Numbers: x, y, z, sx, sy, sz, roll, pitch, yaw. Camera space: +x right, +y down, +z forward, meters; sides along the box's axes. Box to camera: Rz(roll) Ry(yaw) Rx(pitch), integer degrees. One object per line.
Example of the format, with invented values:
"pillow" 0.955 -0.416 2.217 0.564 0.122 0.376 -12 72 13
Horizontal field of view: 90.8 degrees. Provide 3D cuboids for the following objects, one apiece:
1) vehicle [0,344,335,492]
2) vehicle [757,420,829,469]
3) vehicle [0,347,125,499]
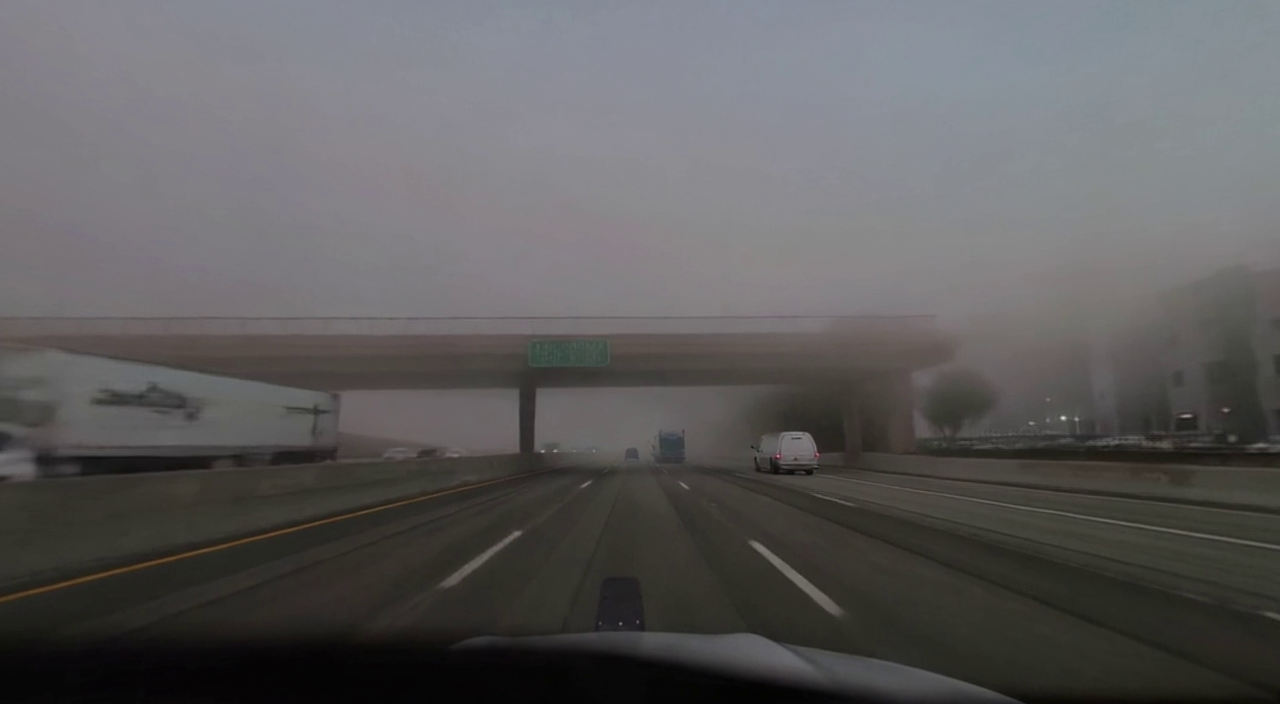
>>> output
"vehicle" -17.343 2.930 24.662 3.059 3.950 15.669 0 -9 0
"vehicle" 11.105 6.910 47.027 2.912 3.293 9.588 0 -9 0
"vehicle" -17.471 1.668 15.047 3.000 3.731 8.444 0 -9 1
